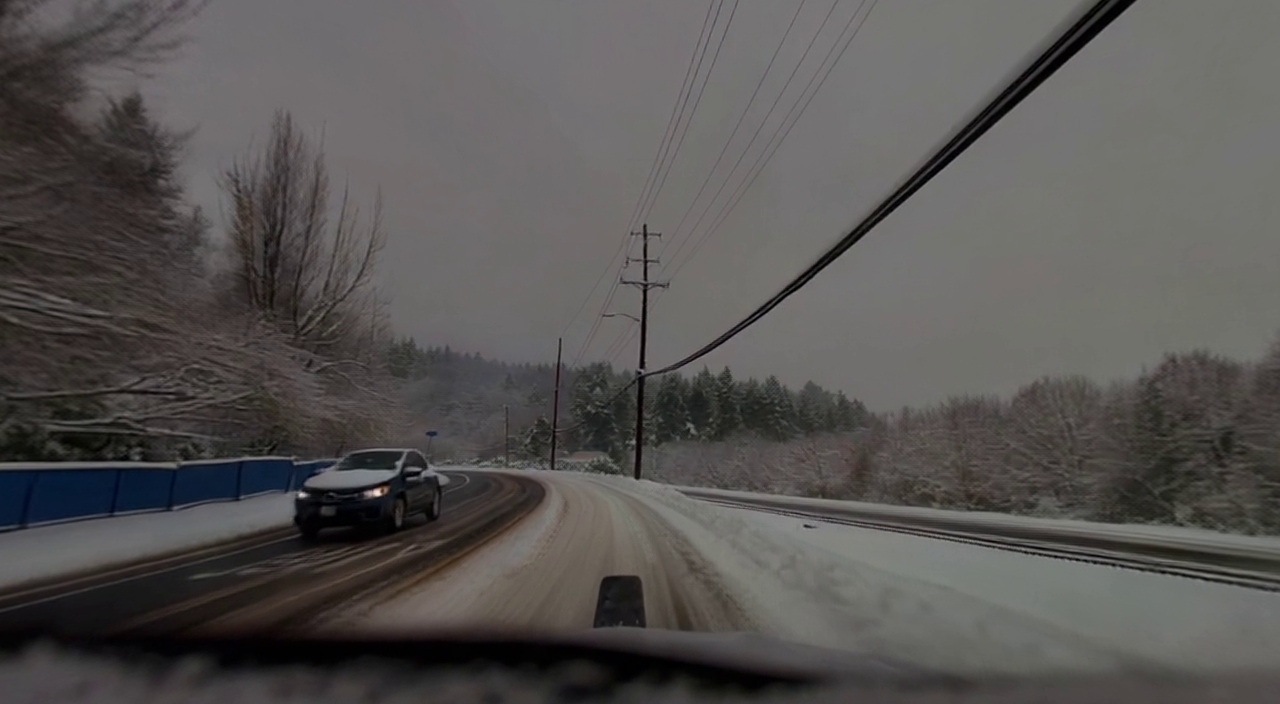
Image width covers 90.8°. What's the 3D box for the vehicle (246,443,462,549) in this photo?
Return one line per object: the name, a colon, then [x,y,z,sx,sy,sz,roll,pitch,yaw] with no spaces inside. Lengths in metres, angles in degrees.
vehicle: [-4.736,2.408,11.374,2.034,1.479,4.521,0,-9,-4]
